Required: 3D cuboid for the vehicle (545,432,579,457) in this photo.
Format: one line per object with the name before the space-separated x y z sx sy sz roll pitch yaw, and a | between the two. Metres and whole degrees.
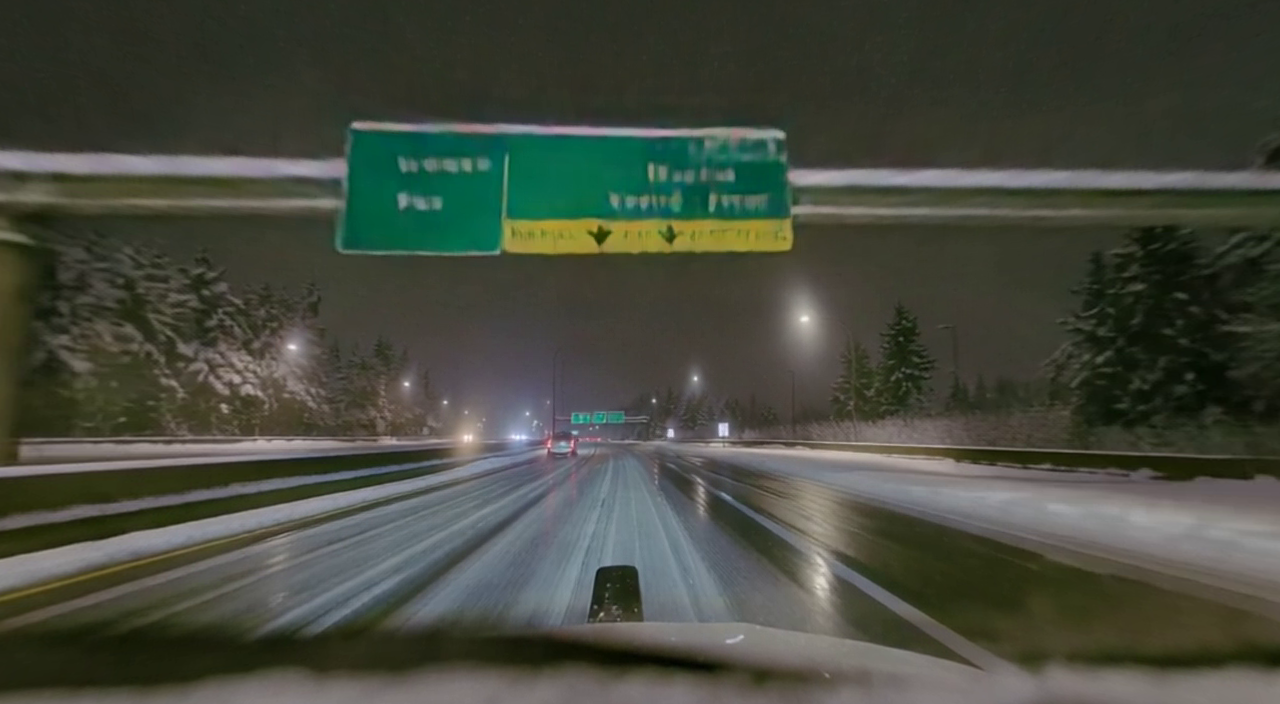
vehicle | -5.143 6.147 41.845 1.878 1.548 3.966 0 -8 -1
